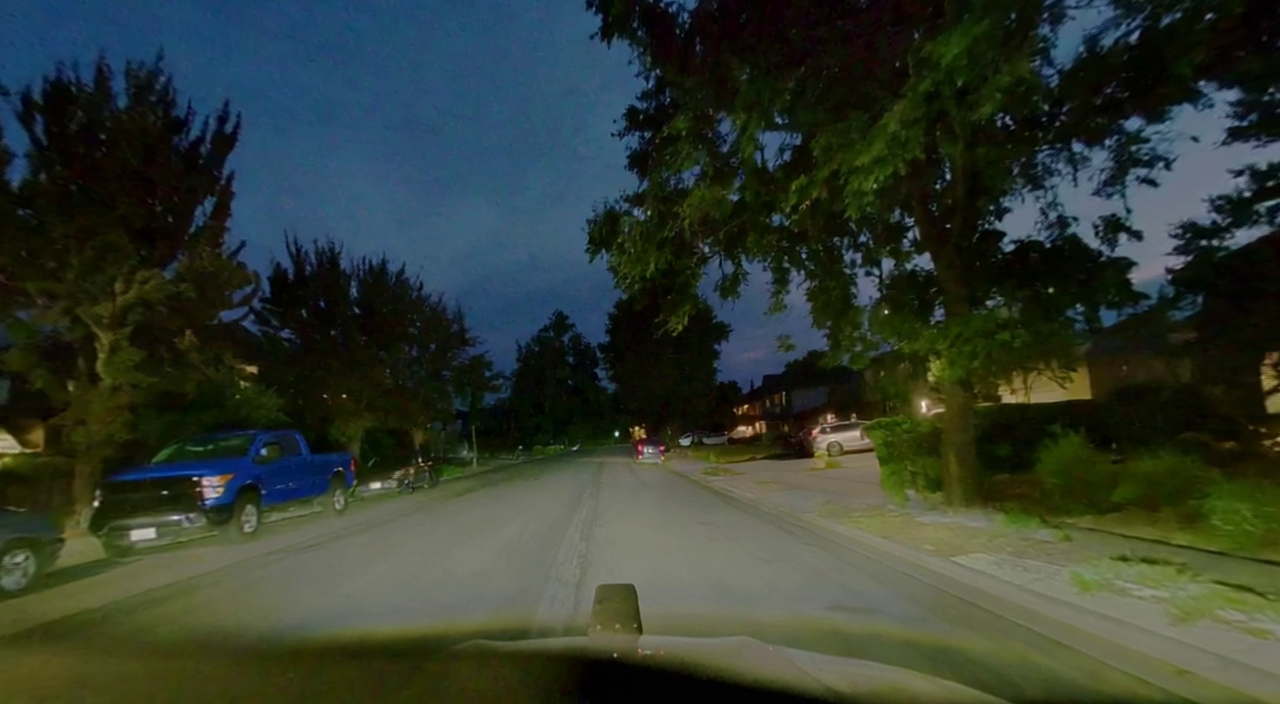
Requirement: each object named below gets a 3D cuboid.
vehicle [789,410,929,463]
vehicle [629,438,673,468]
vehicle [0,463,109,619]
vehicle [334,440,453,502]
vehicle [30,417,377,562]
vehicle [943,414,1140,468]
[{"bbox_3d":[9.321,3.638,27.066,5.097,1.824,2.113,-4,-8,-3],"label":"vehicle"},{"bbox_3d":[0.506,5.436,34.029,2.006,1.494,4.211,1,-8,-4],"label":"vehicle"},{"bbox_3d":[-6.955,1.638,4.851,1.919,1.422,4.400,0,-8,-1],"label":"vehicle"},{"bbox_3d":[-7.256,3.513,19.118,1.995,1.608,4.596,0,-8,-3],"label":"vehicle"},{"bbox_3d":[-7.062,2.269,11.311,2.329,1.947,5.455,0,-8,0],"label":"vehicle"},{"bbox_3d":[11.449,2.584,18.207,4.390,1.457,1.861,0,-8,0],"label":"vehicle"}]
